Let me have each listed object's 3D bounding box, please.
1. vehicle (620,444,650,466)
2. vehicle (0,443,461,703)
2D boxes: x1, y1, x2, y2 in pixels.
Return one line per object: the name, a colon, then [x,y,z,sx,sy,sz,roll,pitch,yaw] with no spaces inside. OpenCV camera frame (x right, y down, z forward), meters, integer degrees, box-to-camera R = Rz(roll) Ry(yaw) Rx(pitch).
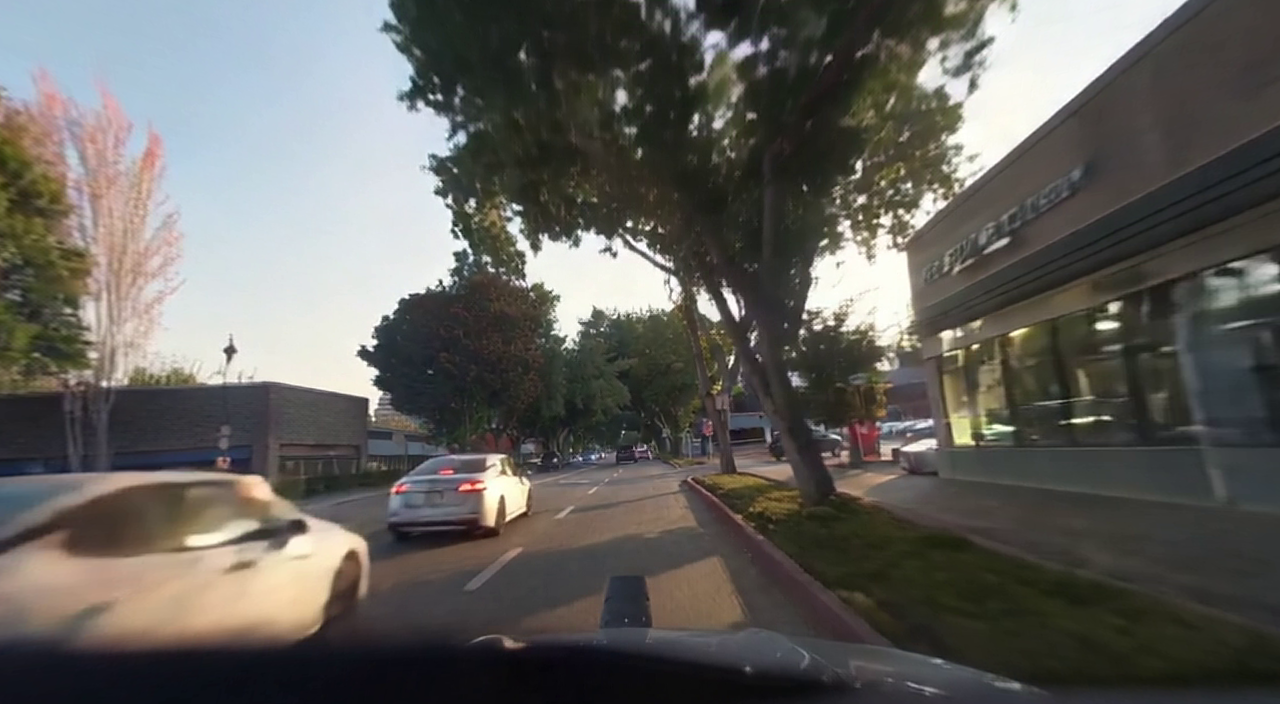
vehicle: [-0.394,7.350,45.262,2.020,1.478,3.922,1,-8,-2]
vehicle: [-2.788,1.235,3.537,2.099,1.424,4.609,0,-8,1]
